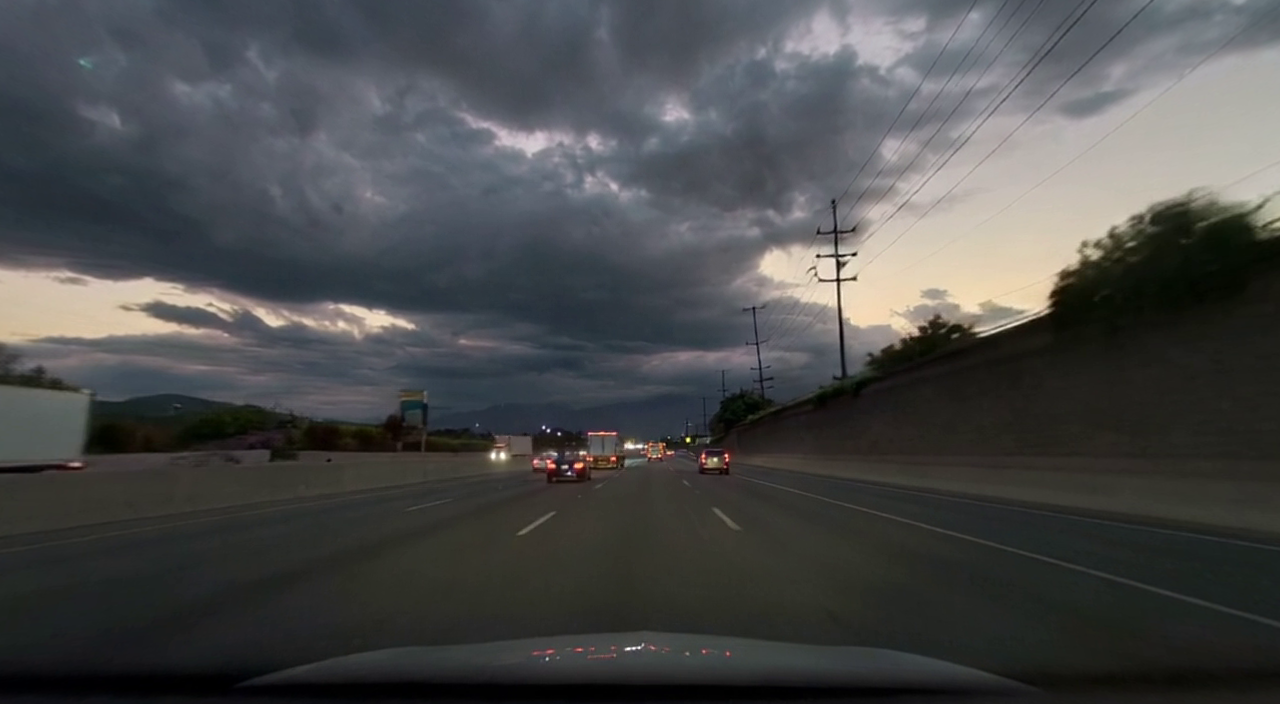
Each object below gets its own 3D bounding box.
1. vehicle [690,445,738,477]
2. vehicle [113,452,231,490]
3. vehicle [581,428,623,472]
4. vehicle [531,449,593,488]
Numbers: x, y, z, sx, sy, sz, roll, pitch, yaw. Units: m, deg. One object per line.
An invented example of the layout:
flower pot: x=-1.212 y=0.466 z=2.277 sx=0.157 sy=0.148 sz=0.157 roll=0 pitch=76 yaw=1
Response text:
vehicle: x=4.319 y=6.440 z=37.488 sx=2.214 sy=1.799 sz=4.627 roll=0 pitch=-9 yaw=-1
vehicle: x=-19.449 y=4.932 z=26.451 sx=1.828 sy=1.416 sz=3.982 roll=0 pitch=-9 yaw=1
vehicle: x=-2.854 y=7.662 z=49.268 sx=2.632 sy=3.153 sz=6.879 roll=0 pitch=-9 yaw=2
vehicle: x=-3.156 y=4.812 z=26.315 sx=2.004 sy=1.498 sz=4.043 roll=0 pitch=-9 yaw=1
